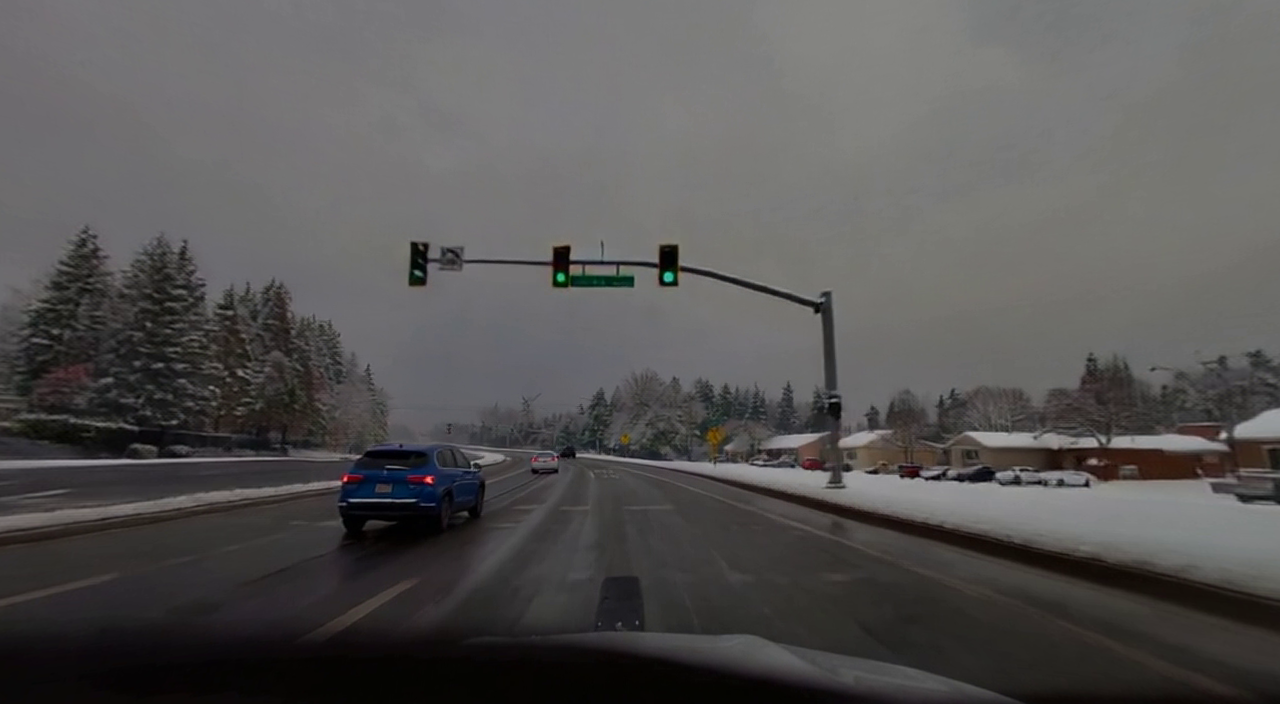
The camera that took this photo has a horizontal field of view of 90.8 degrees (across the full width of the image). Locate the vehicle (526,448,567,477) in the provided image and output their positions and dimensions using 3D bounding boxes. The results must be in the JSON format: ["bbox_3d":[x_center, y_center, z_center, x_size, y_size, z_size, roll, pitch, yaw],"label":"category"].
[{"bbox_3d":[-5.159,6.149,35.276,1.904,1.476,3.736,0,-8,-4],"label":"vehicle"}]

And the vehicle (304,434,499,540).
[{"bbox_3d":[-4.234,2.443,12.207,2.098,1.613,4.606,0,-8,-2],"label":"vehicle"}]
